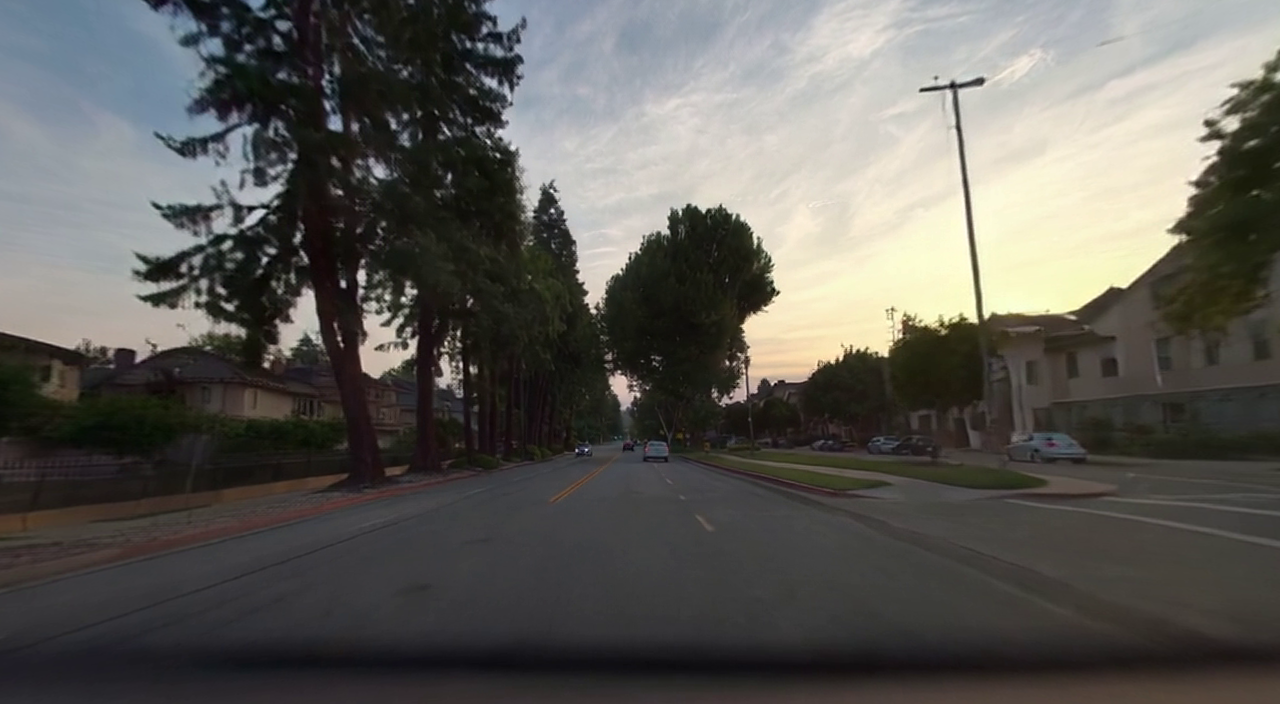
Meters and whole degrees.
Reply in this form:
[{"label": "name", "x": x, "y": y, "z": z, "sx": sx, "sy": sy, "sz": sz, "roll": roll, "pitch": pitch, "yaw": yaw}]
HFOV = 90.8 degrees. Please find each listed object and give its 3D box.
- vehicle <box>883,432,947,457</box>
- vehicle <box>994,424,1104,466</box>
[{"label": "vehicle", "x": 17.746, "y": 5.994, "z": 41.005, "sx": 1.813, "sy": 1.464, "sz": 4.925, "roll": 0, "pitch": -8, "yaw": -2}, {"label": "vehicle", "x": 18.195, "y": 4.180, "z": 28.412, "sx": 1.936, "sy": 1.722, "sz": 4.562, "roll": 0, "pitch": -8, "yaw": 1}]
